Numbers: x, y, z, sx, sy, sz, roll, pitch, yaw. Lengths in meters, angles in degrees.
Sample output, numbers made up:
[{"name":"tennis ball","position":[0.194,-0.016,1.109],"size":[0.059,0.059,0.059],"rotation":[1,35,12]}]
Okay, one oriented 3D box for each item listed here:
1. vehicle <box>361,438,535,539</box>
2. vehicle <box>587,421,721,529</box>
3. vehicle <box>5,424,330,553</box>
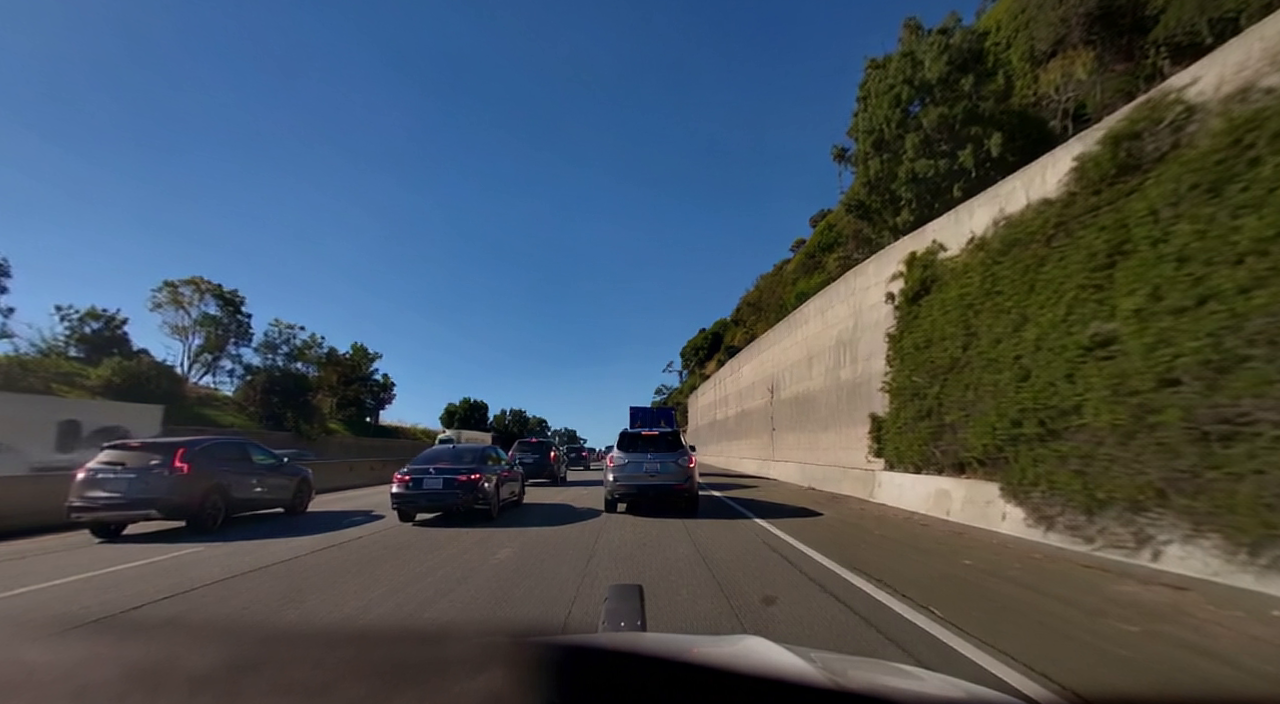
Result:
[{"name":"vehicle","position":[-3.258,2.385,11.629],"size":[1.917,1.506,3.949],"rotation":[0,-9,1]},{"name":"vehicle","position":[0.199,2.457,13.172],"size":[2.210,1.760,5.303],"rotation":[0,-9,-1]},{"name":"vehicle","position":[-7.473,2.187,10.792],"size":[1.986,1.700,4.558],"rotation":[0,-9,0]}]
